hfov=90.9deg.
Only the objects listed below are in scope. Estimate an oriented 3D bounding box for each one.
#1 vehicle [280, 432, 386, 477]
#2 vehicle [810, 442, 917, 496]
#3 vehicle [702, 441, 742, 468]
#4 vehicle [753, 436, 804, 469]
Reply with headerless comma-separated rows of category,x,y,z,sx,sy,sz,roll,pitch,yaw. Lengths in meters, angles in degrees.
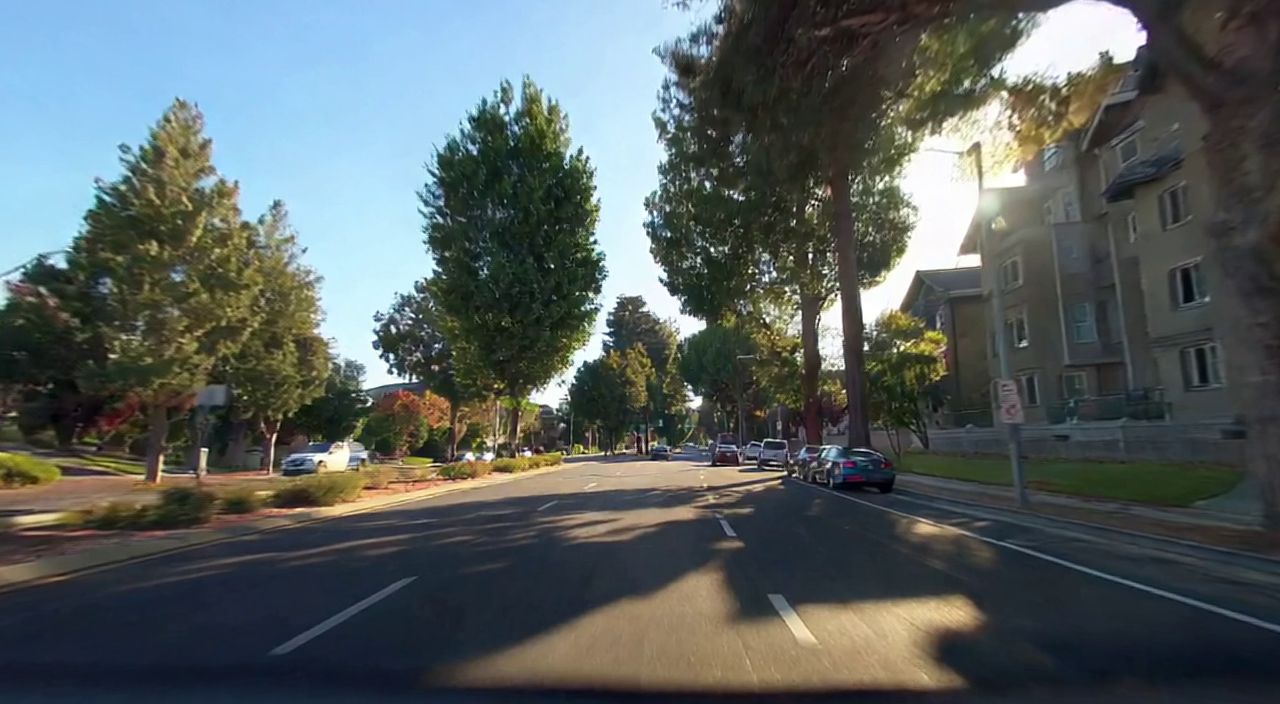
vehicle,-14.486,4.872,30.190,2.049,1.933,5.586,0,-8,2
vehicle,7.147,3.753,20.783,1.959,1.538,4.953,0,-8,3
vehicle,4.960,6.274,38.803,2.128,1.502,4.572,0,-8,4
vehicle,8.727,6.371,40.190,2.213,1.949,5.907,0,-8,3
